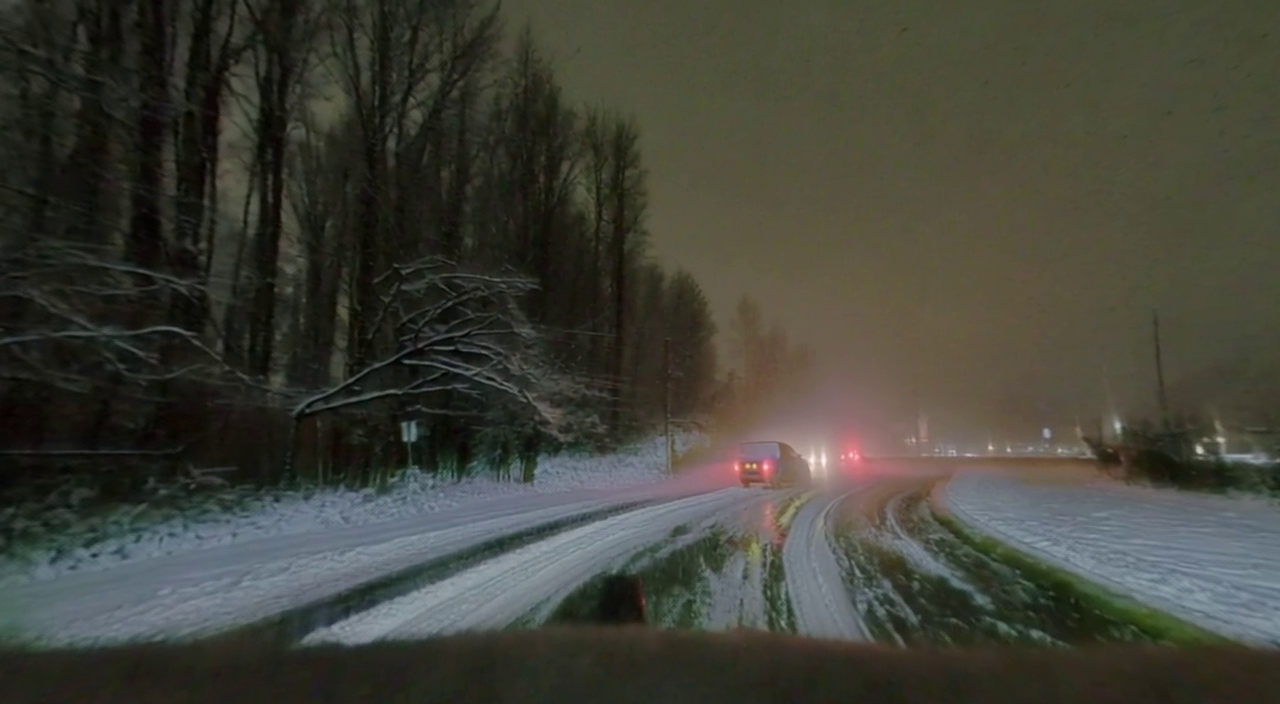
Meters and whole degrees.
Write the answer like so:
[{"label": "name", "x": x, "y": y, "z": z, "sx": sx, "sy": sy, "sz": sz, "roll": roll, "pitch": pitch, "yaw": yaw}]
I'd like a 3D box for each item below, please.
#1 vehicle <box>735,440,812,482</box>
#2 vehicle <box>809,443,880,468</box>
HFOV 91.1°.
[{"label": "vehicle", "x": 6.376, "y": 5.126, "z": 29.716, "sx": 1.988, "sy": 1.789, "sz": 4.257, "roll": -4, "pitch": -10, "yaw": 36}, {"label": "vehicle", "x": 15.744, "y": 7.961, "z": 48.537, "sx": 2.135, "sy": 1.775, "sz": 4.988, "roll": 5, "pitch": -10, "yaw": -31}]
